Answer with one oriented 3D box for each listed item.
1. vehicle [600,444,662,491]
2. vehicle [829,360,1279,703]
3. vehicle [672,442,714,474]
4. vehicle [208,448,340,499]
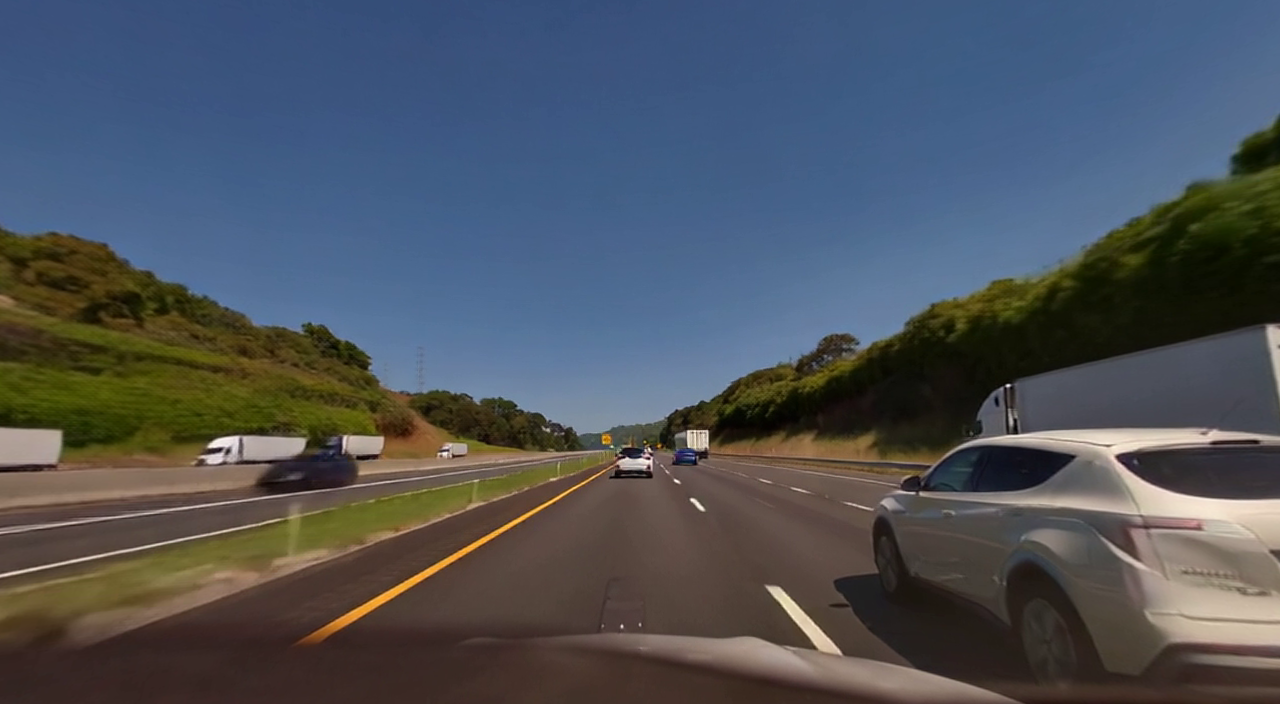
[{"bbox_3d":[-0.292,3.992,22.053,1.970,1.441,3.846,0,-9,0],"label":"vehicle"},{"bbox_3d":[2.913,1.106,3.885,1.997,1.534,4.664,0,-9,-1],"label":"vehicle"},{"bbox_3d":[3.029,6.154,36.824,2.048,1.704,4.284,0,-9,0],"label":"vehicle"},{"bbox_3d":[-11.852,3.929,20.791,1.808,1.491,4.167,0,-9,0],"label":"vehicle"}]
